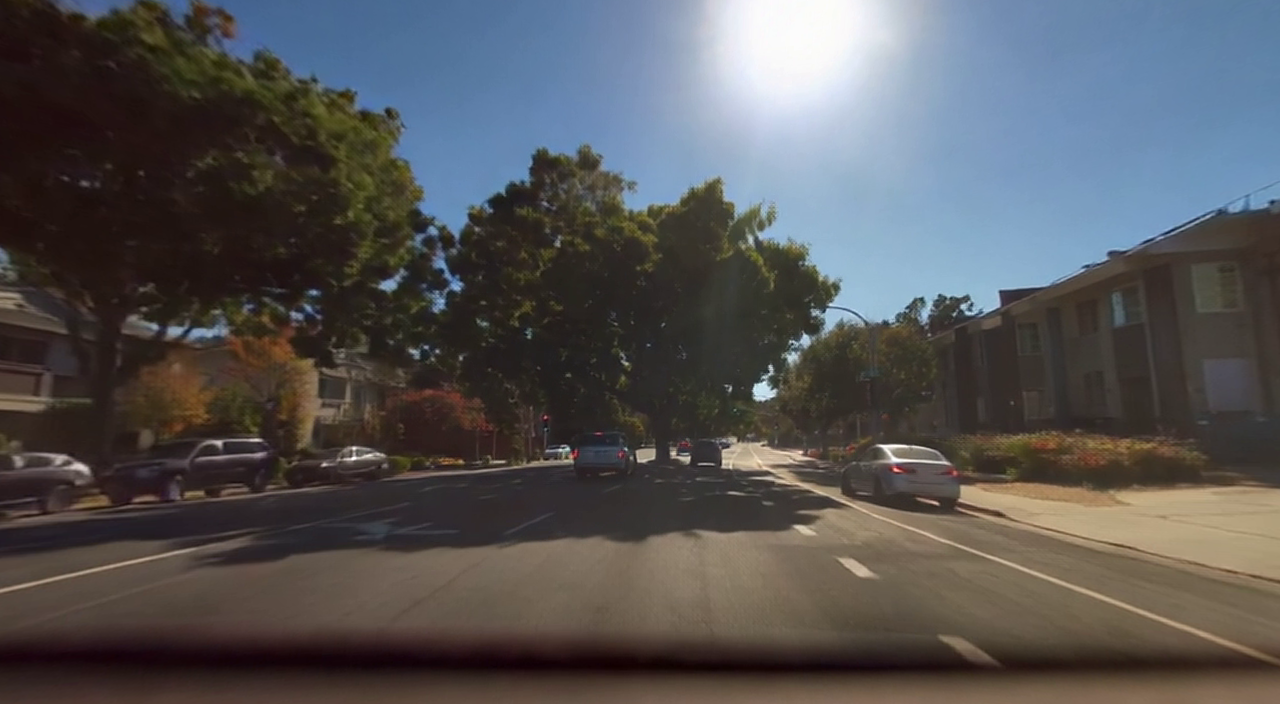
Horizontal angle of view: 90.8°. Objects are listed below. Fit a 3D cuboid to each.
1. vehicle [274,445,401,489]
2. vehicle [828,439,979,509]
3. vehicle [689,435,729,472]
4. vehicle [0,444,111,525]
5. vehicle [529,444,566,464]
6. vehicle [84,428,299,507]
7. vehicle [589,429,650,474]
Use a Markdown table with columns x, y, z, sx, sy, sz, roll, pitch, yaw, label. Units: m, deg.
| x | y | z | sx | sy | sz | roll | pitch | yaw | label |
| --- | --- | --- | --- | --- | --- | --- | --- | --- | --- |
| -11.040 | 4.194 | 23.522 | 1.782 | 1.472 | 4.744 | -1 | -8 | 9 | vehicle |
| 6.454 | 3.000 | 16.215 | 2.104 | 1.489 | 4.962 | -1 | -8 | 5 | vehicle |
| 3.515 | 5.060 | 31.637 | 1.852 | 1.680 | 4.488 | -1 | -8 | 8 | vehicle |
| -12.734 | 2.446 | 11.648 | 1.809 | 1.469 | 4.485 | -1 | -8 | 5 | vehicle |
| -7.060 | 7.856 | 48.649 | 1.876 | 1.492 | 3.790 | -2 | -9 | 8 | vehicle |
| -12.020 | 3.114 | 17.500 | 2.115 | 1.853 | 4.745 | -1 | -8 | 6 | vehicle |
| -0.807 | 4.392 | 28.012 | 1.877 | 1.827 | 4.298 | -1 | -8 | 9 | vehicle |
